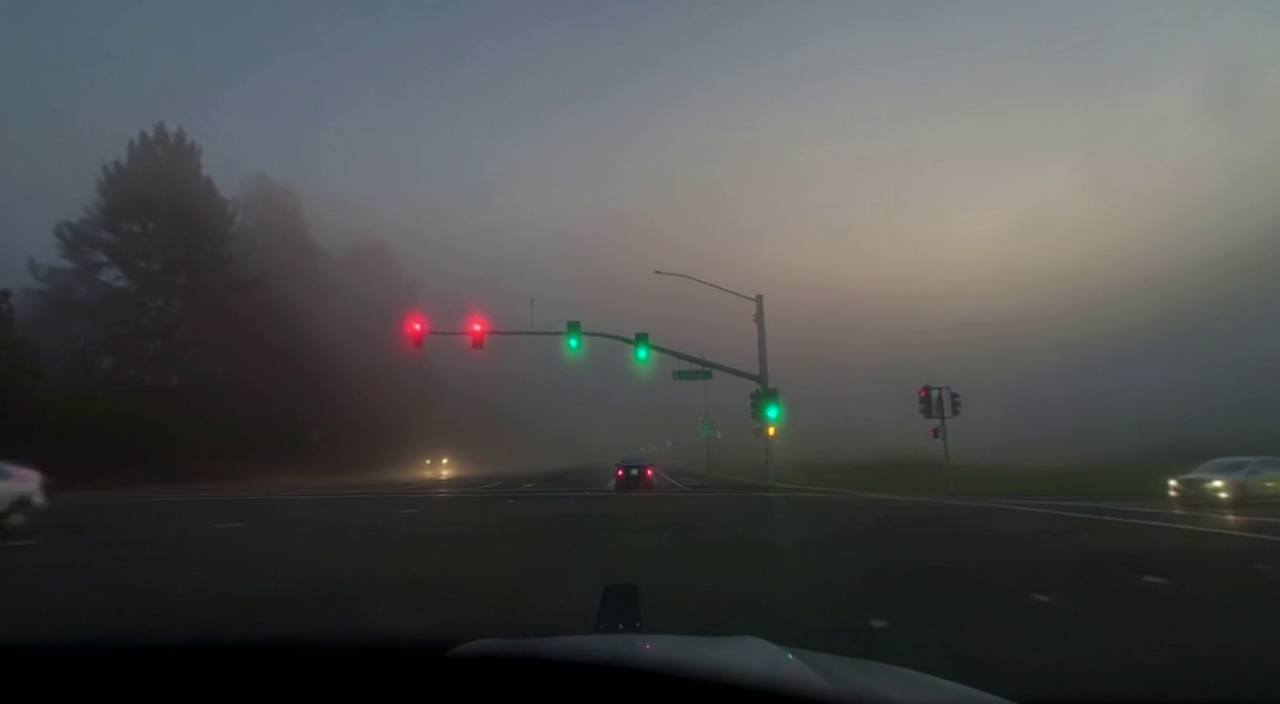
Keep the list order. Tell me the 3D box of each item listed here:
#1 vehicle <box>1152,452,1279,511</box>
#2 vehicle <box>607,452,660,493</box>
[{"bbox_3d":[17.707,3.660,18.094,4.501,1.486,2.091,1,-9,-11],"label":"vehicle"},{"bbox_3d":[-0.266,4.752,25.146,1.954,1.469,3.465,0,-9,0],"label":"vehicle"}]
